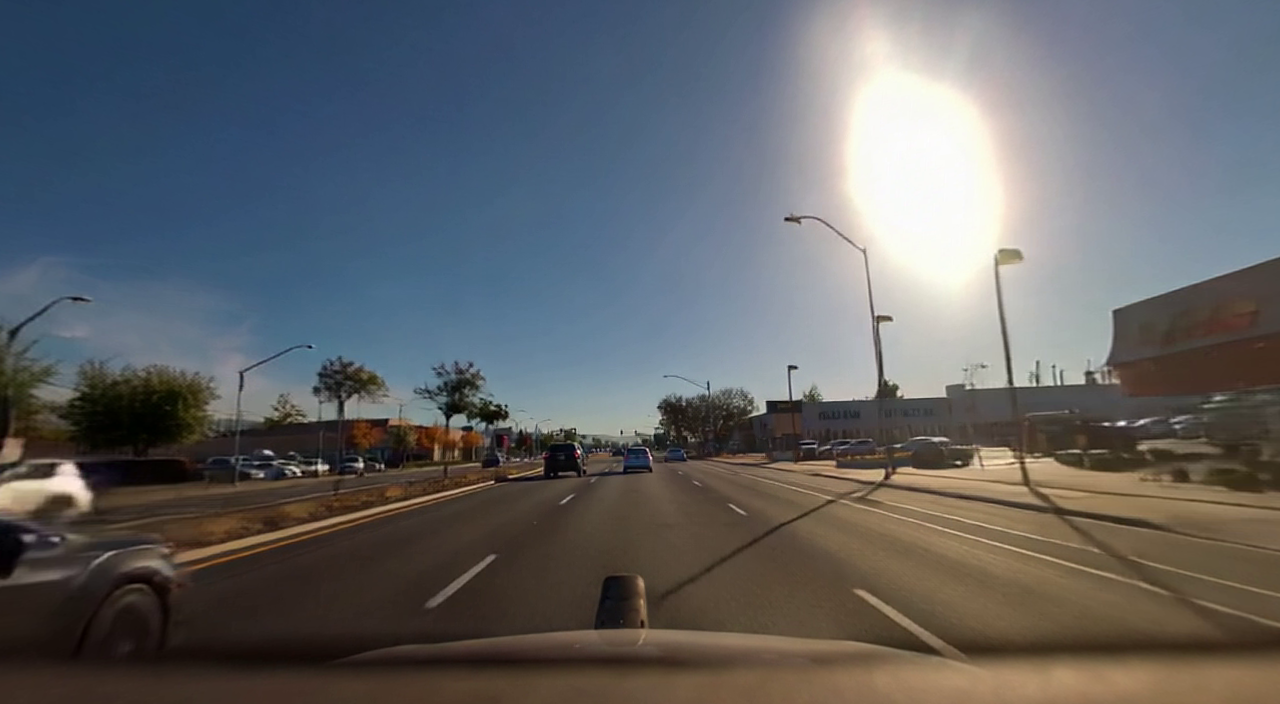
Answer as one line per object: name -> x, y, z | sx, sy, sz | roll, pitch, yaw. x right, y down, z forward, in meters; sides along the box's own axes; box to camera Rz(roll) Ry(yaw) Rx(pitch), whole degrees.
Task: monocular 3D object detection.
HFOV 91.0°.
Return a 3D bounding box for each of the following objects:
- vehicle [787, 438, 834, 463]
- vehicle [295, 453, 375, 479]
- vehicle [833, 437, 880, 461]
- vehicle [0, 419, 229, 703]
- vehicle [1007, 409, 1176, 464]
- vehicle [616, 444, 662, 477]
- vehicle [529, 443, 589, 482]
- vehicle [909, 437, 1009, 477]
vehicle -> 13.003, 7.545, 48.435 | 2.072, 1.769, 5.000 | 0, -9, -2
vehicle -> -22.512, 8.398, 46.583 | 4.798, 1.823, 2.010 | -1, -9, 3
vehicle -> 16.240, 7.306, 47.412 | 1.930, 1.713, 4.756 | 0, -9, 1
vehicle -> -3.646, 0.911, 1.789 | 2.003, 1.488, 4.282 | 0, -9, 1
vehicle -> 19.980, 3.828, 28.253 | 5.511, 2.262, 2.351 | -2, -9, 15
vehicle -> -0.075, 5.065, 29.675 | 2.019, 1.459, 4.005 | 0, -9, 0
vehicle -> -3.305, 4.632, 26.617 | 1.939, 1.496, 4.309 | 0, -9, 0
vehicle -> 13.324, 4.388, 26.656 | 1.914, 1.523, 4.747 | 0, -9, 2
